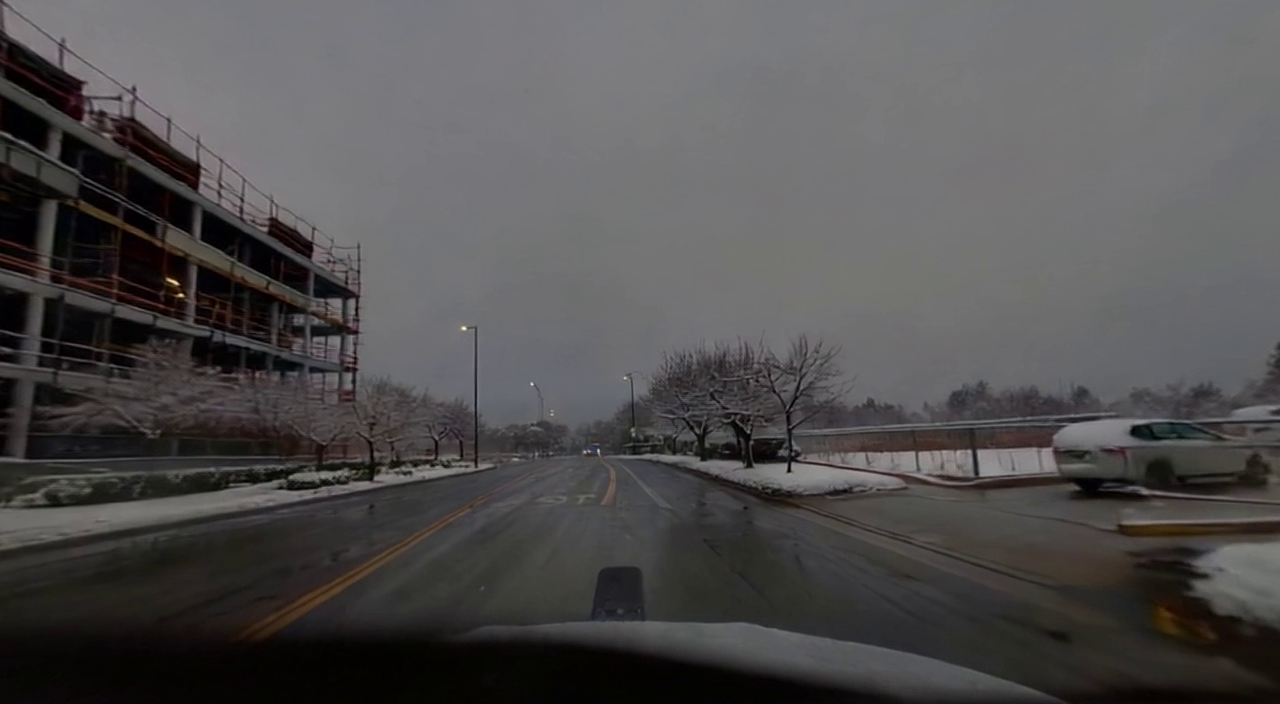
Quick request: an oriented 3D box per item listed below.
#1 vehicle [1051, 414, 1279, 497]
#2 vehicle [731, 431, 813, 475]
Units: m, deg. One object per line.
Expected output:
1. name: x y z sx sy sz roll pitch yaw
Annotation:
1. vehicle: 11.000 2.033 12.505 4.392 1.478 1.932 1 -9 -4
2. vehicle: 6.242 4.863 30.694 2.267 1.911 5.816 1 -9 -5
